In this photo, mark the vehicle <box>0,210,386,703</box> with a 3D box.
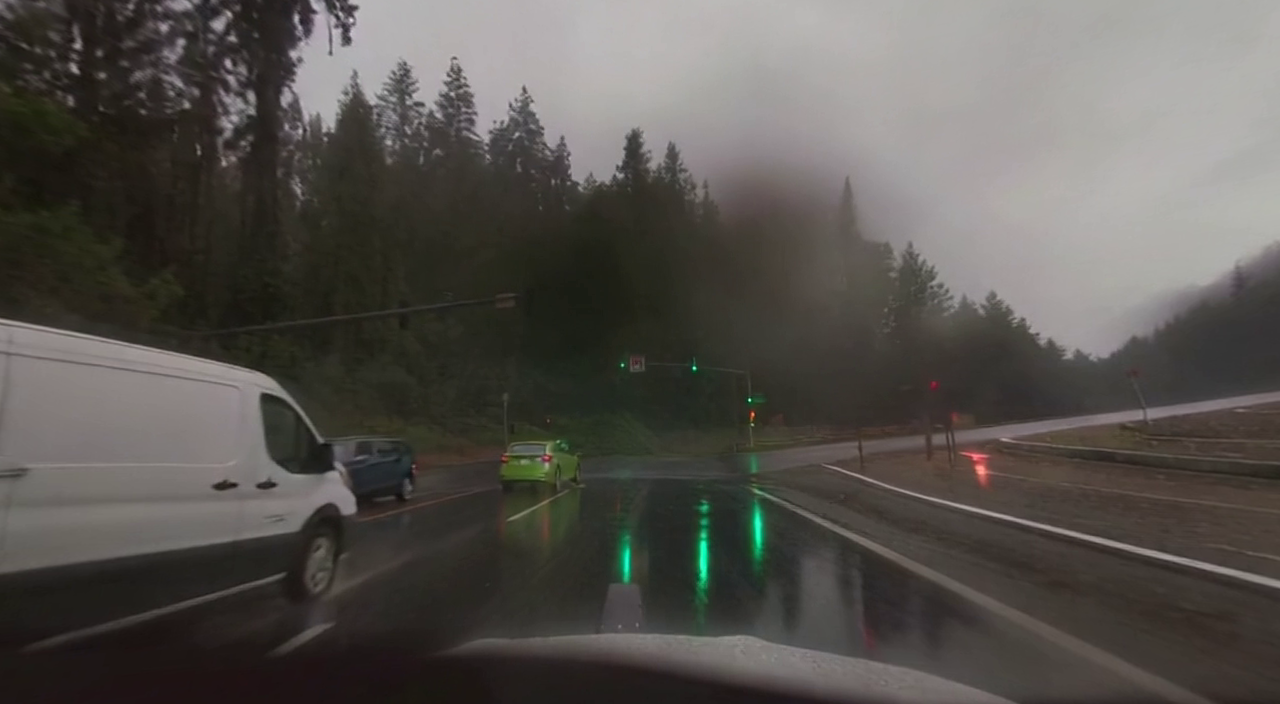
[{"bbox_3d":[-3.522,0.702,3.087,2.362,2.185,5.212,0,-8,0],"label":"vehicle"}]

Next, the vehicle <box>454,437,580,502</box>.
[{"bbox_3d":[-3.090,3.068,16.967,2.088,1.484,4.572,-1,-8,5],"label":"vehicle"}]

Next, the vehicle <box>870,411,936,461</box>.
[{"bbox_3d":[10.337,3.318,24.737,2.434,1.886,1.216,6,-11,-36],"label":"vehicle"}]
